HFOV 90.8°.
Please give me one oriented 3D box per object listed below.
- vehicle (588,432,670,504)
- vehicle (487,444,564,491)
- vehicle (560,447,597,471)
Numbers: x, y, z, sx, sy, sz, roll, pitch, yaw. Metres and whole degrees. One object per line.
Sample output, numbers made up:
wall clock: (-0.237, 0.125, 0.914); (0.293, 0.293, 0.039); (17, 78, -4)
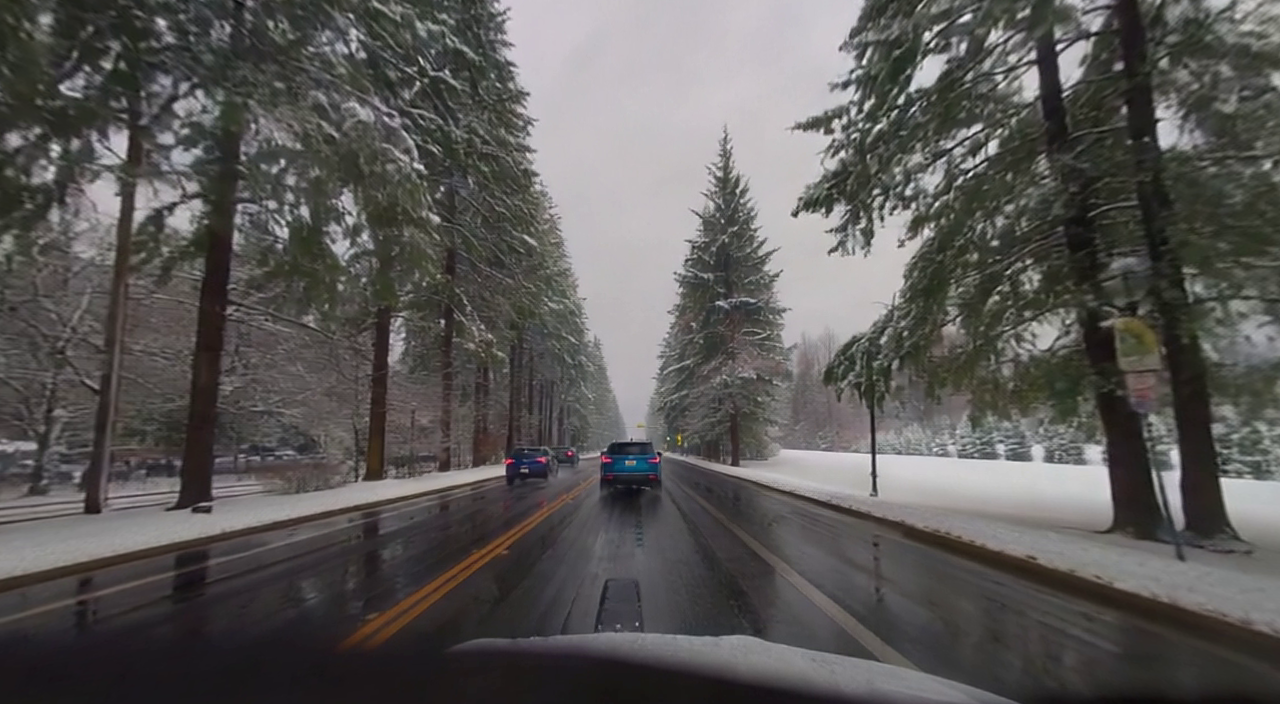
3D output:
vehicle: (-0.276, 3.172, 17.747); (2.018, 1.769, 3.897); (0, -8, 0)
vehicle: (-4.041, 4.109, 22.911); (1.936, 1.538, 4.016); (0, -8, 1)
vehicle: (-4.118, 7.225, 42.837); (1.959, 1.485, 4.452); (0, -8, 1)
